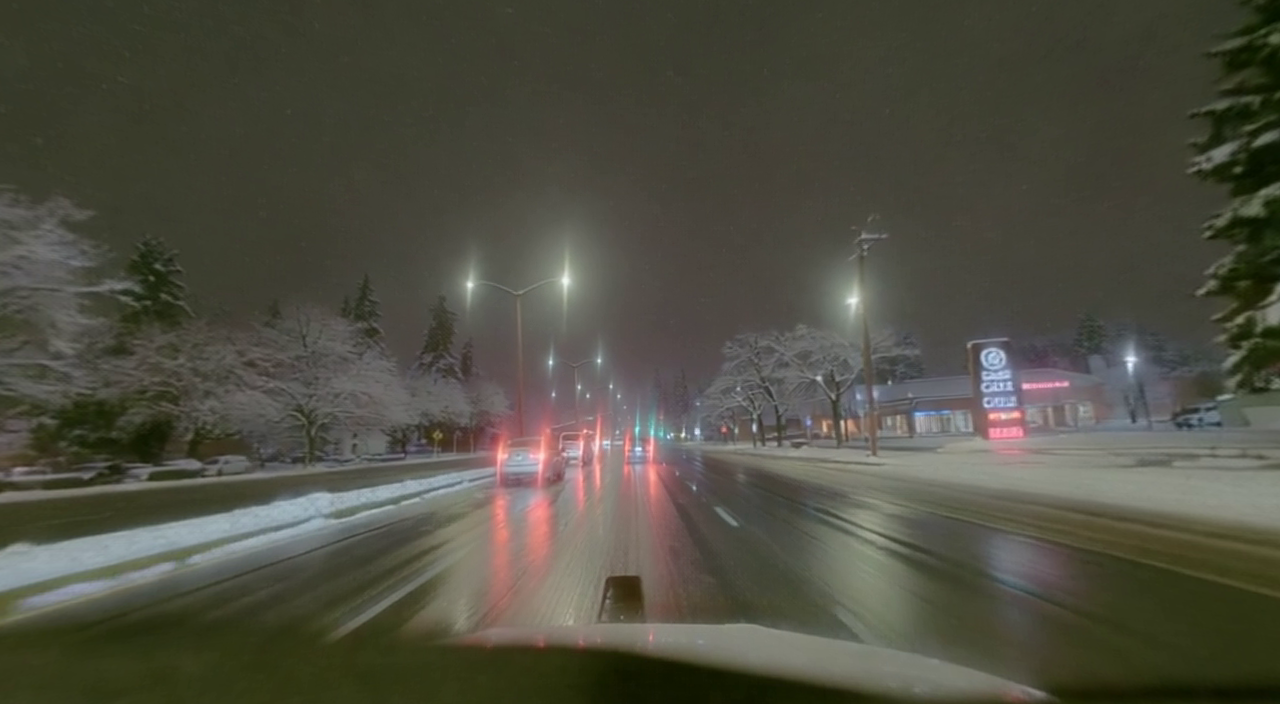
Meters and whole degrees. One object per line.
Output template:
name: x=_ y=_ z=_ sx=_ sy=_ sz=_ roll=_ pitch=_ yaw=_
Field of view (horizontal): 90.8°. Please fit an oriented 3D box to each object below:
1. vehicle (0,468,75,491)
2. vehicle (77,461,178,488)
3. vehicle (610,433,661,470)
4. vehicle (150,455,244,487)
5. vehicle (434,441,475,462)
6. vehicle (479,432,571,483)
vehicle: x=-41.580 y=8.710 z=43.322 sx=3.900 sy=1.453 sz=1.740 roll=0 pitch=-8 yaw=0
vehicle: x=-29.218 y=6.954 z=36.069 sx=4.193 sy=1.435 sz=1.770 roll=0 pitch=-8 yaw=0
vehicle: x=-0.218 y=4.407 z=28.142 sx=2.126 sy=1.475 sz=3.967 roll=0 pitch=-8 yaw=-1
vehicle: x=-28.792 y=7.714 z=41.190 sx=4.586 sy=1.682 sz=2.003 roll=-3 pitch=-8 yaw=-4
vehicle: x=-13.572 y=7.286 z=46.391 sx=1.879 sy=1.503 sz=4.274 roll=0 pitch=-8 yaw=-3
vehicle: x=-3.600 y=3.397 z=20.624 sx=2.139 sy=1.487 sz=4.453 roll=0 pitch=-8 yaw=0
